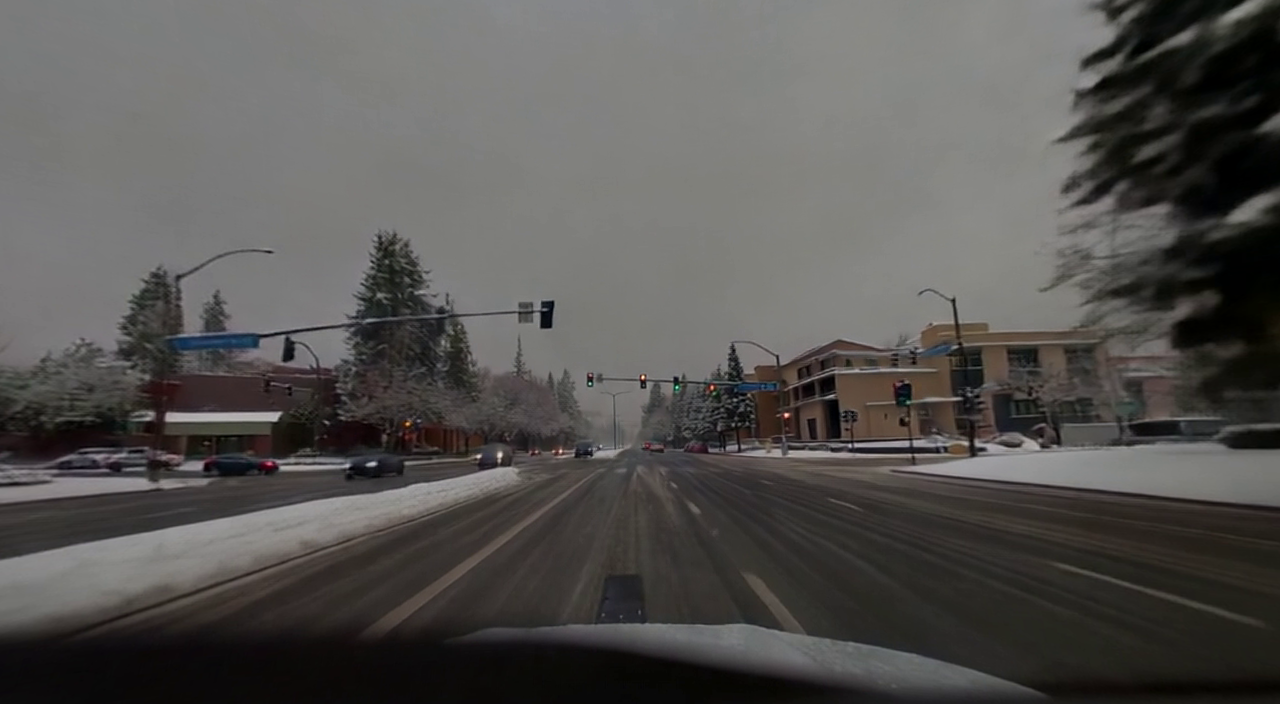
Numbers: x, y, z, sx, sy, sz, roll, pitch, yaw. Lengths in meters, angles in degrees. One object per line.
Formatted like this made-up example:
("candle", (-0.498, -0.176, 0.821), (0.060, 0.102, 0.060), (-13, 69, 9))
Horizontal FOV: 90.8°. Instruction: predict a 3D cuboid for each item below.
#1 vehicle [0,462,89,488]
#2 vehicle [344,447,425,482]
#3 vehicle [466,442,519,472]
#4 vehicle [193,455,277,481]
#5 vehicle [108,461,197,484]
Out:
("vehicle", (-39.880, 8.221, 42.277), (4.110, 1.576, 1.853), (0, -8, 0))
("vehicle", (-11.990, 5.280, 29.995), (1.952, 1.478, 4.521), (0, -8, 0))
("vehicle", (-8.895, 6.365, 38.502), (2.140, 1.685, 4.571), (0, -8, 0))
("vehicle", (-26.207, 7.492, 40.919), (4.464, 1.599, 2.014), (-3, -9, 15))
("vehicle", (-32.424, 8.007, 42.086), (4.528, 1.451, 1.844), (-1, -8, 4))
